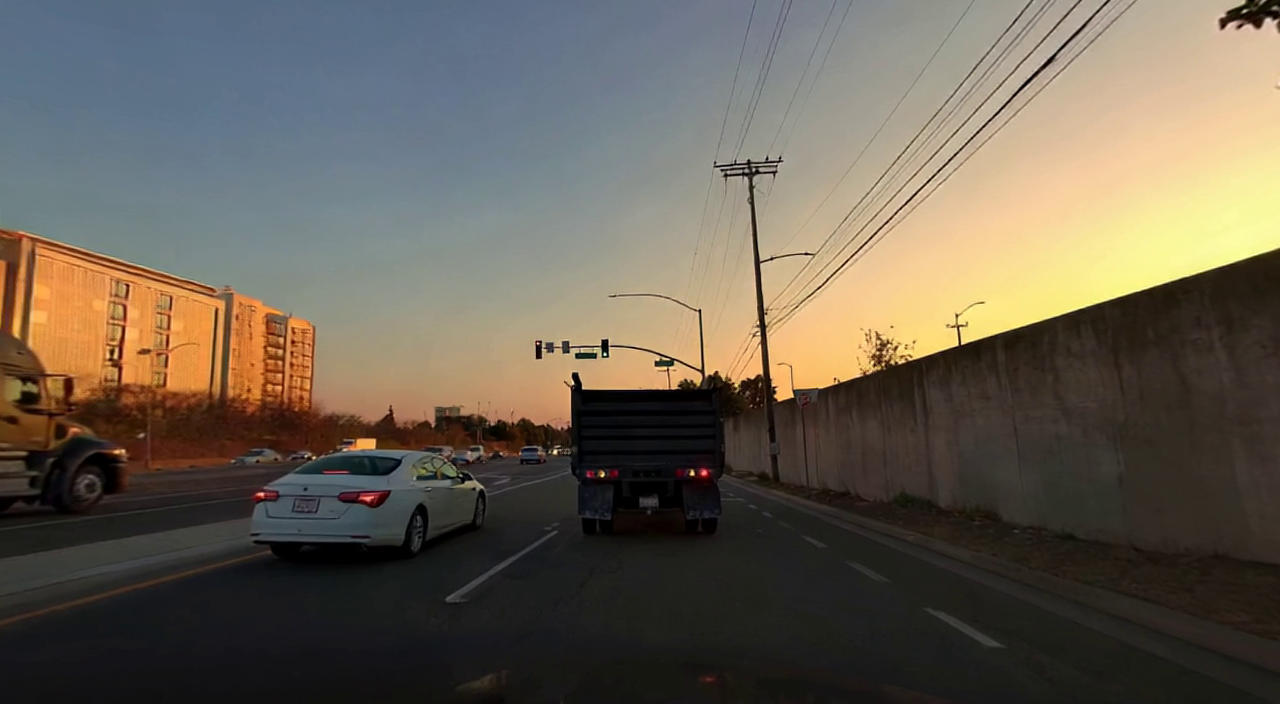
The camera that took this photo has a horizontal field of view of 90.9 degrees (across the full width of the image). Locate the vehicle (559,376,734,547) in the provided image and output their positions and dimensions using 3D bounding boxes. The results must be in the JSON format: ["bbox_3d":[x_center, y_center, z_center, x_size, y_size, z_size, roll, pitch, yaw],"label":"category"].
[{"bbox_3d":[0.109,1.878,11.302,2.355,2.305,5.336,0,-8,0],"label":"vehicle"}]

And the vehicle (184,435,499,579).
[{"bbox_3d":[-3.672,1.983,9.091,2.019,1.480,4.966,0,-8,1],"label":"vehicle"}]

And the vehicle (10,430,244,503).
[{"bbox_3d":[-16.984,3.821,21.616,2.475,2.090,6.394,-1,-8,2],"label":"vehicle"}]
